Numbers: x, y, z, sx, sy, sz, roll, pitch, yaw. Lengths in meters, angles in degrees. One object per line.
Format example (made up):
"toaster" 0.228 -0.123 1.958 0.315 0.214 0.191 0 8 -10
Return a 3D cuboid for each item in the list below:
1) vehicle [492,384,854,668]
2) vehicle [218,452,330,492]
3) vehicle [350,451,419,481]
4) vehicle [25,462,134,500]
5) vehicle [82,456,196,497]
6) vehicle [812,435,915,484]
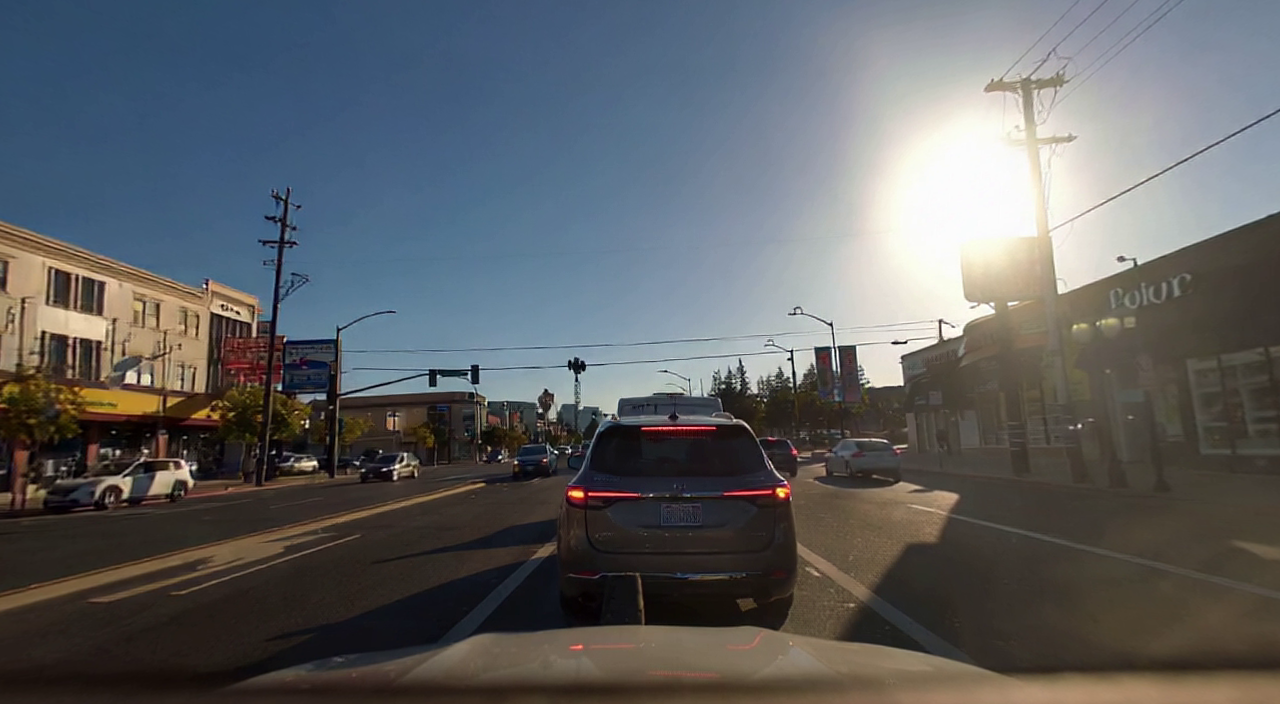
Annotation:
"vehicle" 0.196 1.309 5.738 2.125 1.669 3.880 0 -8 0
"vehicle" -17.416 5.700 30.329 1.981 1.659 4.608 -3 -9 13
"vehicle" -13.745 6.128 34.160 1.991 1.486 3.844 0 -8 2
"vehicle" -28.666 6.602 32.431 2.018 1.716 4.042 -1 -10 -5
"vehicle" -25.862 6.405 32.806 2.026 1.808 4.835 0 -8 -2
"vehicle" 7.325 3.572 21.187 1.914 1.470 4.213 0 -8 0
